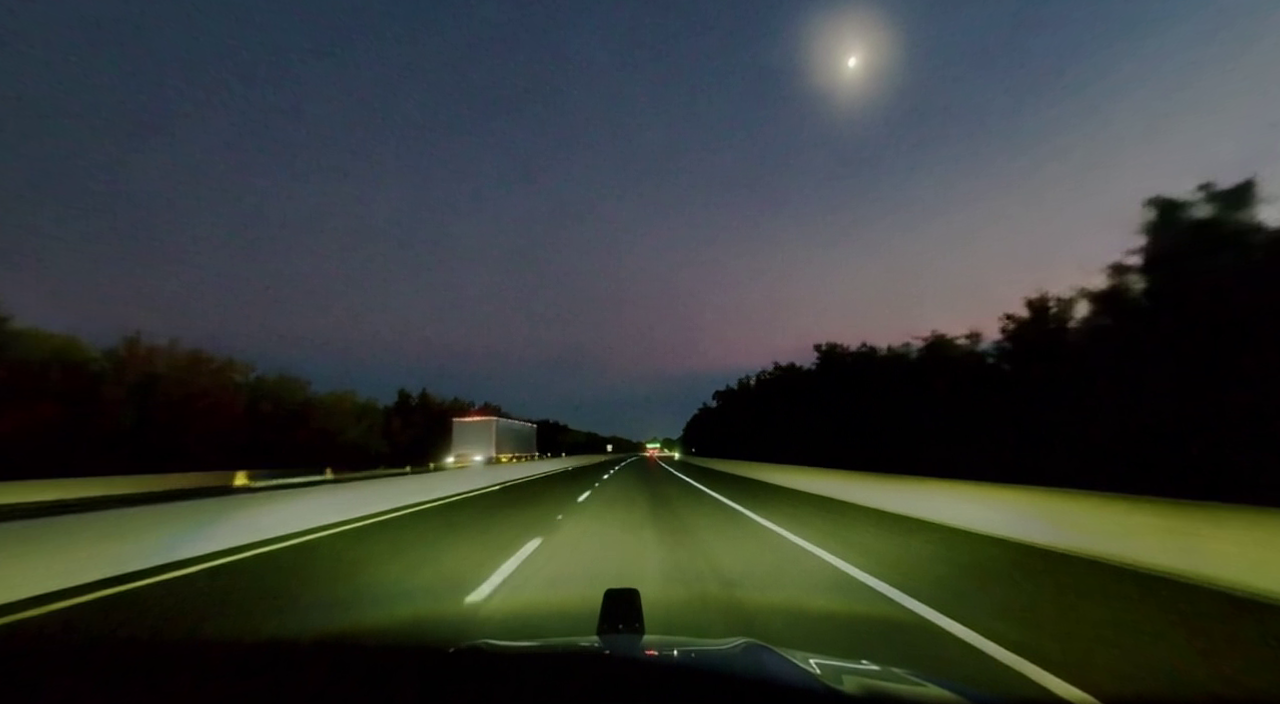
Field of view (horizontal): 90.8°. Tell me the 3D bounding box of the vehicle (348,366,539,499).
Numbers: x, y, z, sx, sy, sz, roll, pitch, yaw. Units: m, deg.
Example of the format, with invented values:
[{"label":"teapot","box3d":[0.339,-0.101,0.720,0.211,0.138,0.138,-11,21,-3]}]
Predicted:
[{"label":"vehicle","box3d":[-6.640,3.347,24.890,2.939,3.731,14.269,0,-9,0]}]
